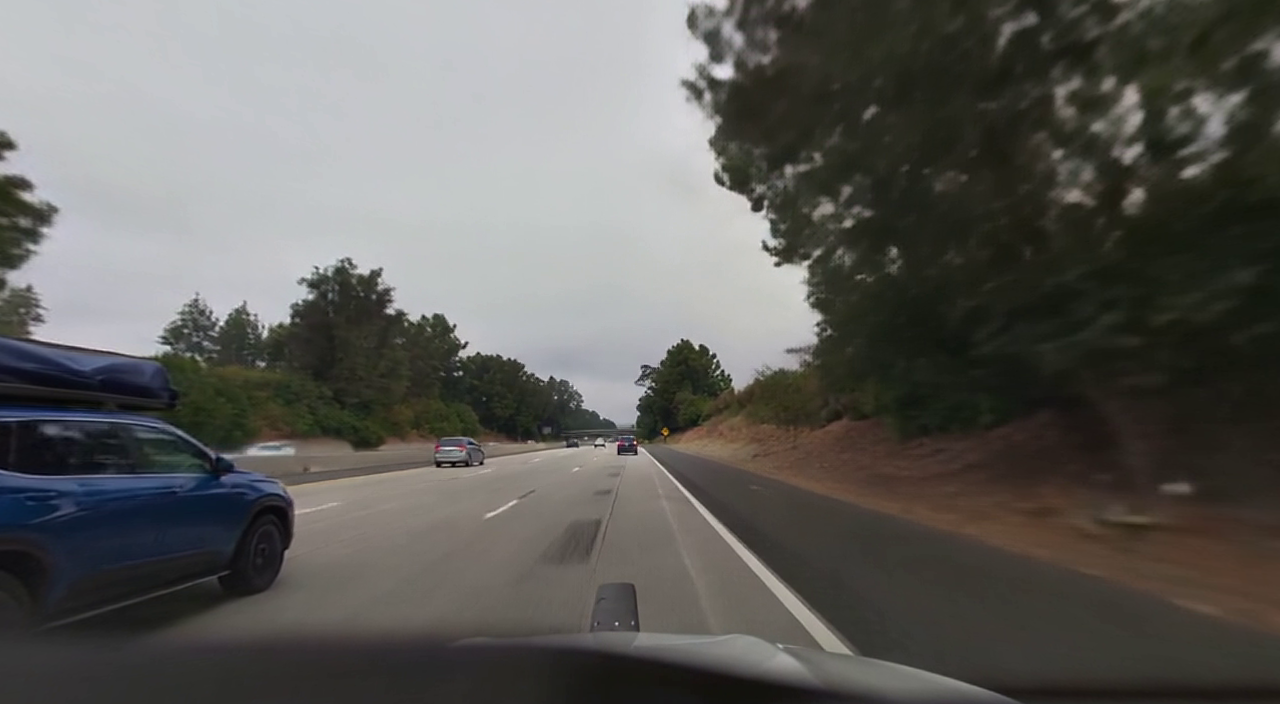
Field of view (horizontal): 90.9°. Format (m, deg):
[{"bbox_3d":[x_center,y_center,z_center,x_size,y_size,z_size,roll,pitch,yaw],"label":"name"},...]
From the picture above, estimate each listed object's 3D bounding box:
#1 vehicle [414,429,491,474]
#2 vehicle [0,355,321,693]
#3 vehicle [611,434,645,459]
[{"bbox_3d":[-7.939,4.227,27.140,1.964,1.745,4.338,0,-8,0],"label":"vehicle"},{"bbox_3d":[-4.393,1.033,4.271,2.069,1.748,4.652,0,-8,-1],"label":"vehicle"},{"bbox_3d":[-0.805,6.460,43.239,2.178,1.658,3.916,0,-8,-1],"label":"vehicle"}]
